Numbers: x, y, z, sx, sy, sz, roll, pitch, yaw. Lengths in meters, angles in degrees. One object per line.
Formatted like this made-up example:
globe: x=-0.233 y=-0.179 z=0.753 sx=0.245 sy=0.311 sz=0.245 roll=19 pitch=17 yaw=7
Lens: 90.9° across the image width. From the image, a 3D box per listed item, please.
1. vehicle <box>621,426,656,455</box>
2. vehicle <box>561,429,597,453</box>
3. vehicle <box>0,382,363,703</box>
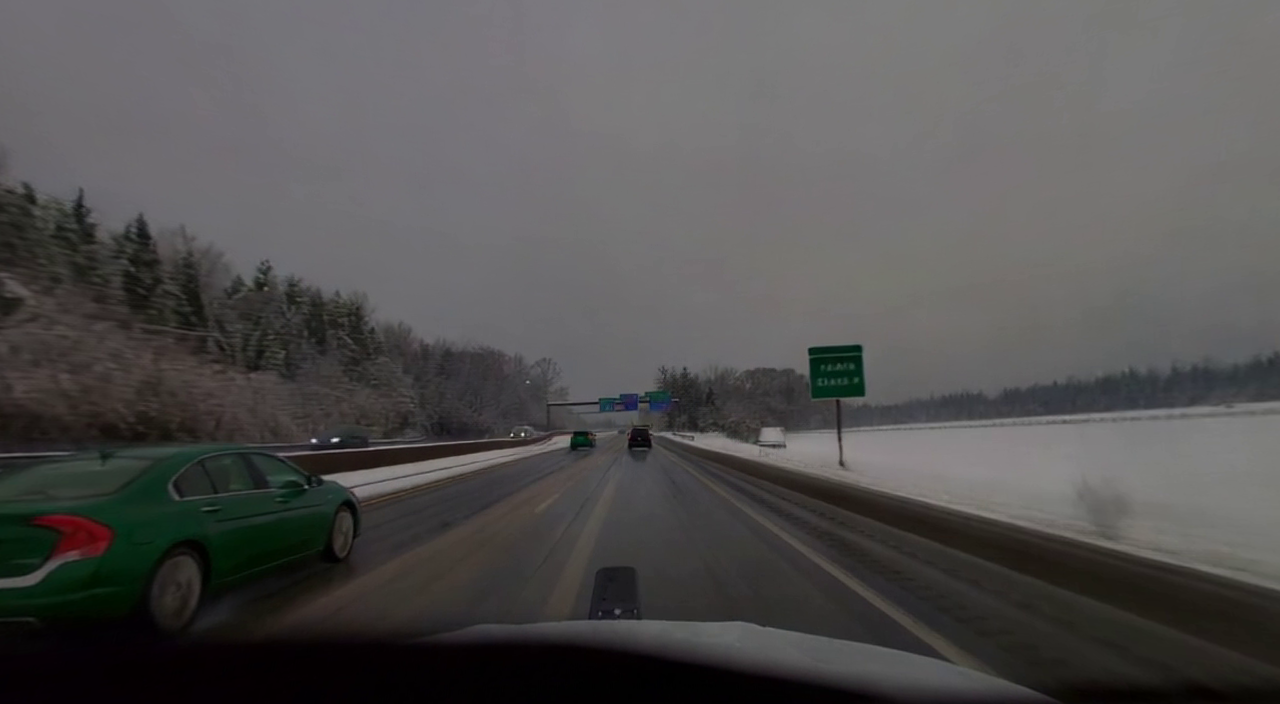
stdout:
vehicle: x=-0.105 y=5.771 z=41.152 sx=2.170 sy=1.790 sz=4.490 roll=0 pitch=-8 yaw=-1
vehicle: x=-4.269 y=6.304 z=44.590 sx=2.055 sy=1.610 sz=4.116 roll=0 pitch=-8 yaw=1
vehicle: x=-3.924 y=1.124 z=4.641 sx=1.958 sy=1.486 sz=3.988 roll=0 pitch=-8 yaw=0
